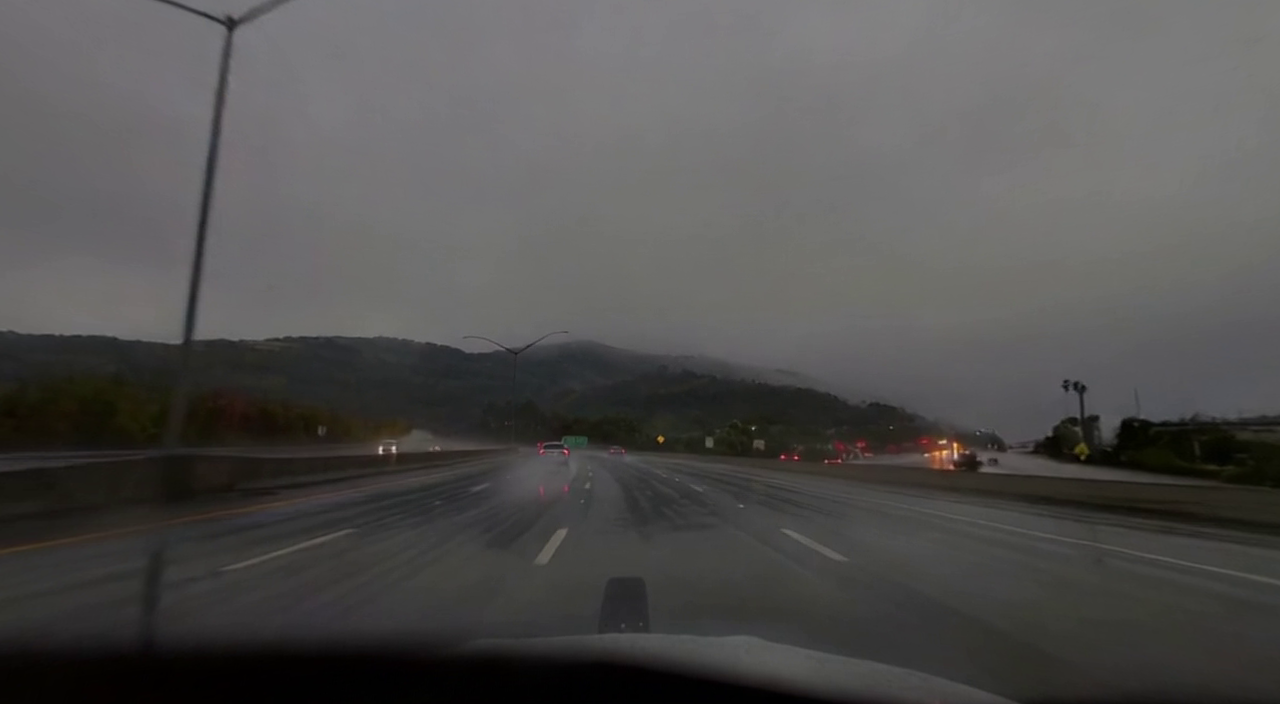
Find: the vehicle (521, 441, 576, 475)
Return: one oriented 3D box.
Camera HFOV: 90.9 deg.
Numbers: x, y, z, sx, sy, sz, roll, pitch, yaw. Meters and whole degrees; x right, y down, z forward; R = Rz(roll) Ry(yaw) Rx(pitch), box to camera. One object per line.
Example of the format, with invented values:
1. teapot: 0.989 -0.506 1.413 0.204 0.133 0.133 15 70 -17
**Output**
1. vehicle: -4.244 4.980 29.978 2.193 1.497 4.337 0 -8 -3
